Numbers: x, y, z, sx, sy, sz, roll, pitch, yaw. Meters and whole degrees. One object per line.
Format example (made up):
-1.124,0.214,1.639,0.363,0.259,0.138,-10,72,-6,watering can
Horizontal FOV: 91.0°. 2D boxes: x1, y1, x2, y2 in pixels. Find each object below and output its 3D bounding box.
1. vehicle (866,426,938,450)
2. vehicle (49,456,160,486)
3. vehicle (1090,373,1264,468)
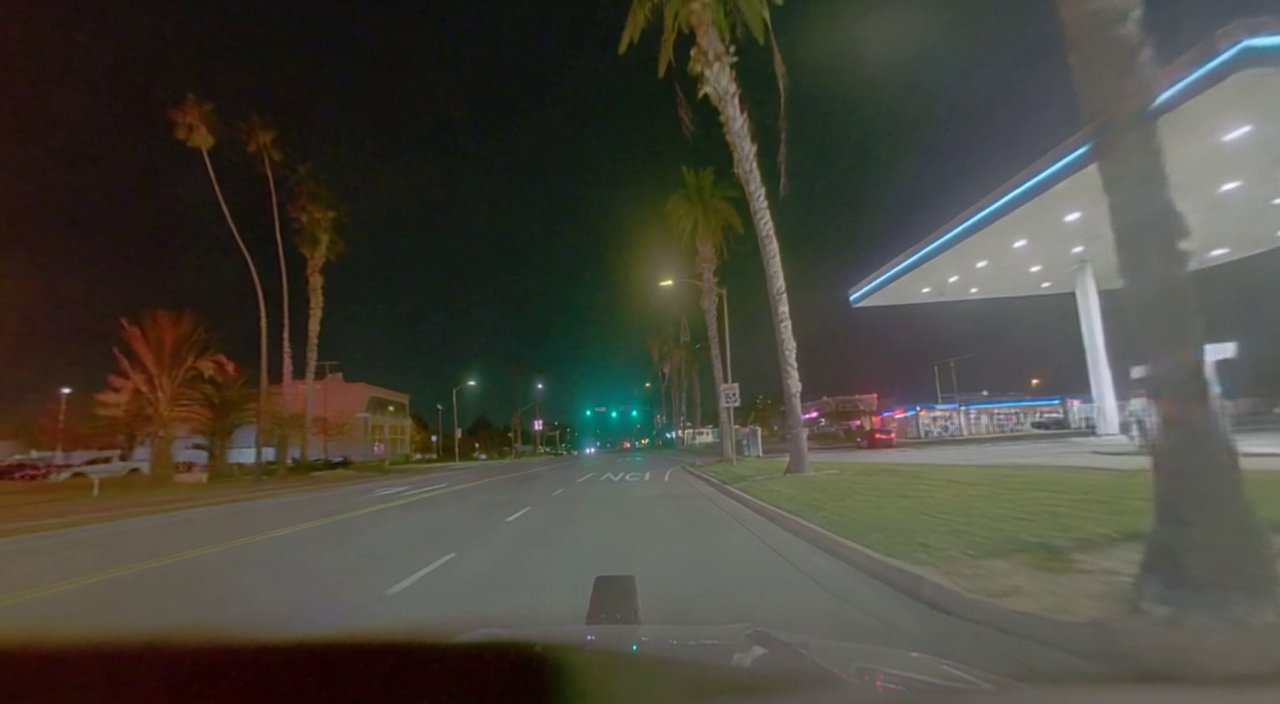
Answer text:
20.289,6.668,48.888,4.640,1.800,2.026,0,-8,-2,vehicle
-29.140,6.460,34.444,4.420,1.445,1.954,6,-11,-37,vehicle
15.897,2.111,18.546,5.529,2.395,2.399,6,-10,-35,vehicle
